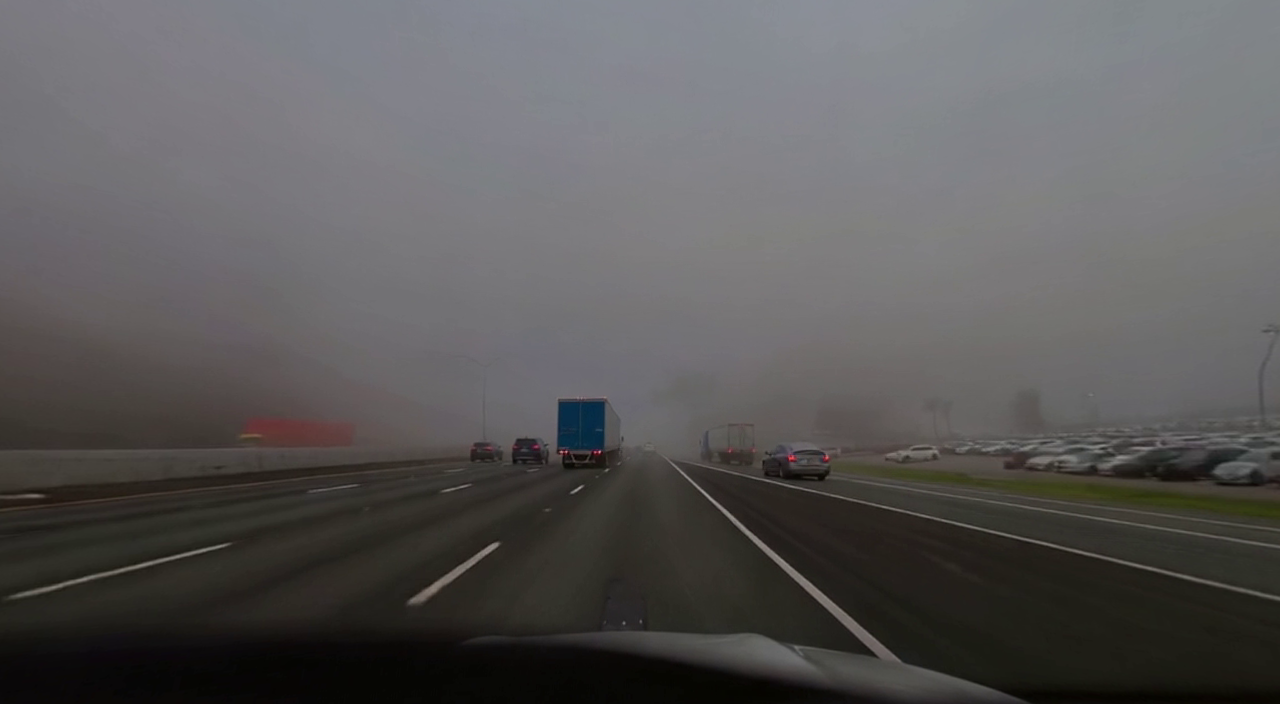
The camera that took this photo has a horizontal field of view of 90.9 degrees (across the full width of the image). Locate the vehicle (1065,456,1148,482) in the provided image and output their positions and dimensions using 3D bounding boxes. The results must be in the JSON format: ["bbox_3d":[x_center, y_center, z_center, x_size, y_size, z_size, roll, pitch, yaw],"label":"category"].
[{"bbox_3d":[28.042,7.023,37.949,3.637,1.360,1.728,-1,-8,-4],"label":"vehicle"}]

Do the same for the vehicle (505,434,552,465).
[{"bbox_3d":[-6.905,6.123,39.659,2.058,1.840,4.443,0,-8,1],"label":"vehicle"}]

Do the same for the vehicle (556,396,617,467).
[{"bbox_3d":[-3.302,5.498,42.734,2.905,4.037,12.921,0,-8,1],"label":"vehicle"}]

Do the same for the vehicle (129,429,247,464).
[{"bbox_3d":[-29.611,6.260,41.751,2.711,2.115,6.705,-1,-8,2],"label":"vehicle"}]

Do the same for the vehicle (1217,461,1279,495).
[{"bbox_3d":[28.148,5.517,27.787,3.680,1.349,1.826,0,-8,-4],"label":"vehicle"}]

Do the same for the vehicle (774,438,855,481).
[{"bbox_3d":[7.497,4.653,27.626,2.083,1.706,4.129,0,-8,-4],"label":"vehicle"}]

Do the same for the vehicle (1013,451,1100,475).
[{"bbox_3d":[27.343,7.260,41.441,4.388,1.500,1.913,0,-8,-4],"label":"vehicle"}]

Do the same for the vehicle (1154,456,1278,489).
[{"bbox_3d":[28.204,5.875,30.933,4.526,1.446,1.814,1,-8,-6],"label":"vehicle"}]
